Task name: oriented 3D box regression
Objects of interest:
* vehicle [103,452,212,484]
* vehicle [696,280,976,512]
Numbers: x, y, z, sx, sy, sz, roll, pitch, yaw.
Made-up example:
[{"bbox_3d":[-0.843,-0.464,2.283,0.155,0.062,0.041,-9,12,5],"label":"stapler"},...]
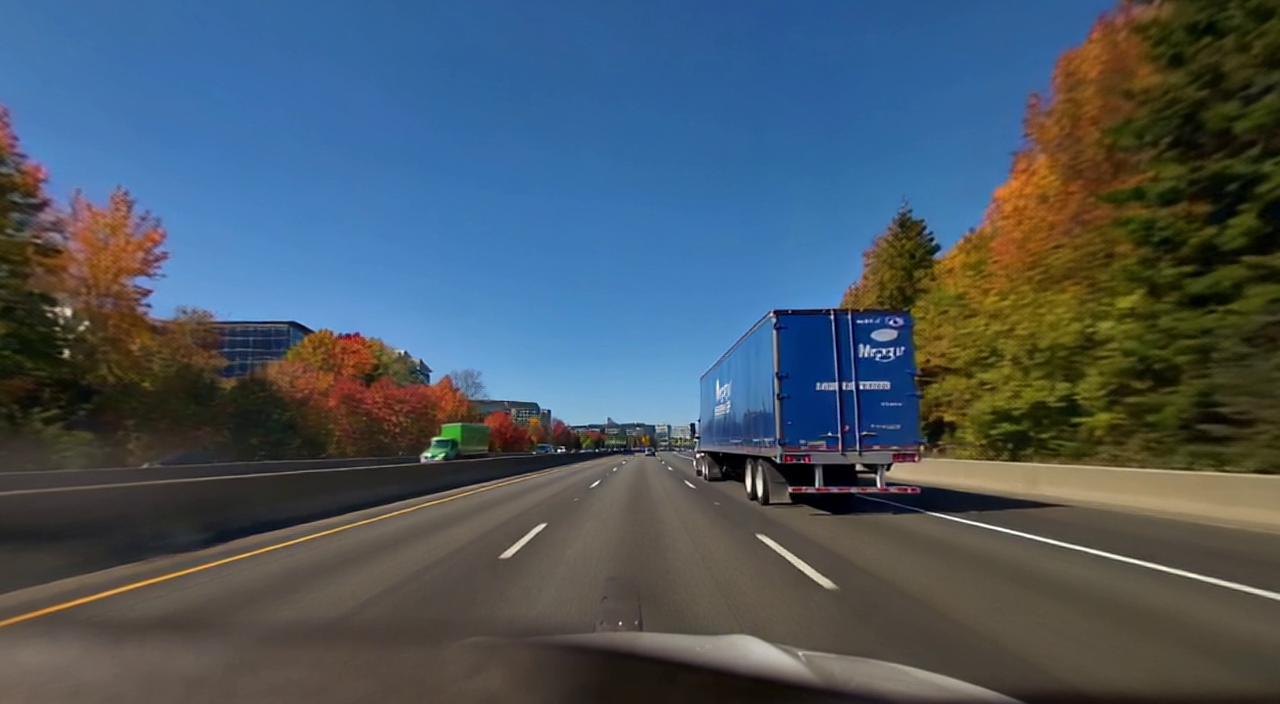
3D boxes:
[{"bbox_3d":[-25.616,6.132,33.517,1.861,1.498,4.579,-3,-9,7],"label":"vehicle"},{"bbox_3d":[3.954,1.957,18.815,3.003,3.880,16.814,0,-9,0],"label":"vehicle"}]
